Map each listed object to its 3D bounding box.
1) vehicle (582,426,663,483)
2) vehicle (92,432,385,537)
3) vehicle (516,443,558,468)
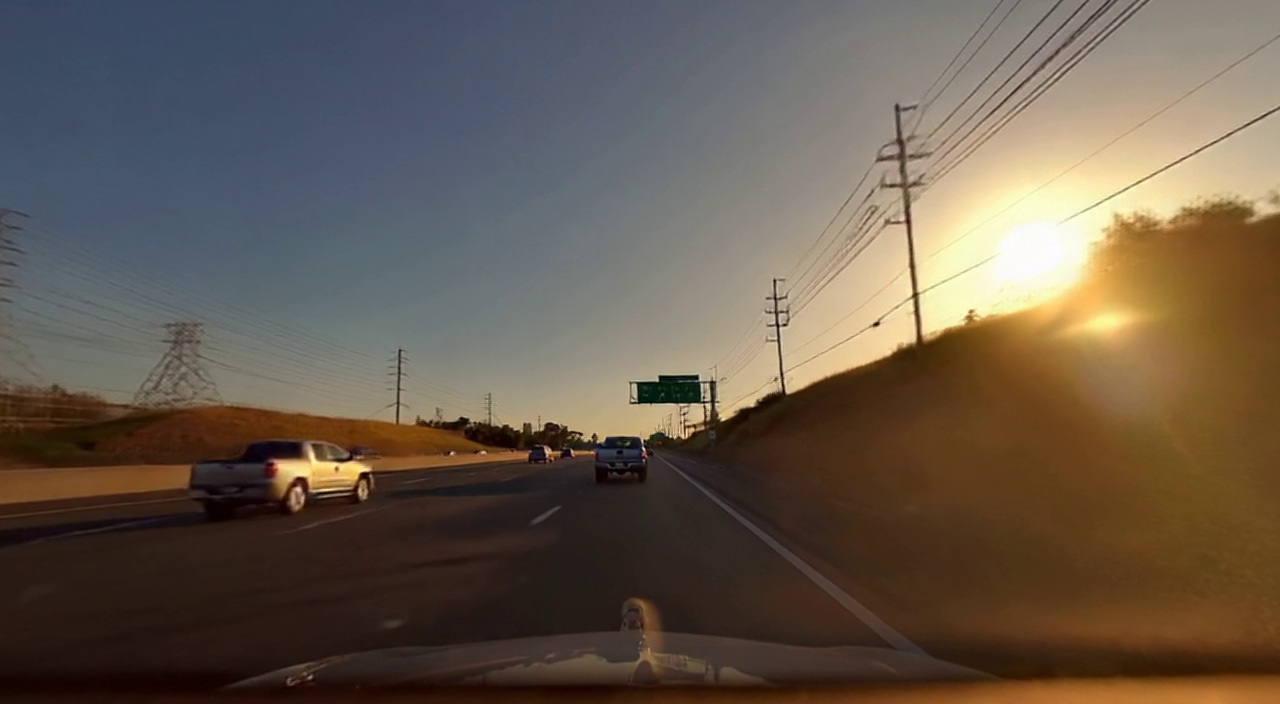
[{"bbox_3d":[-0.651,4.232,26.225,2.972,2.087,6.126,0,-9,0],"label":"vehicle"},{"bbox_3d":[-7.147,2.401,12.175,2.189,1.553,5.202,0,-9,1],"label":"vehicle"},{"bbox_3d":[-7.105,7.149,43.693,2.055,1.618,4.457,0,-9,1],"label":"vehicle"}]
